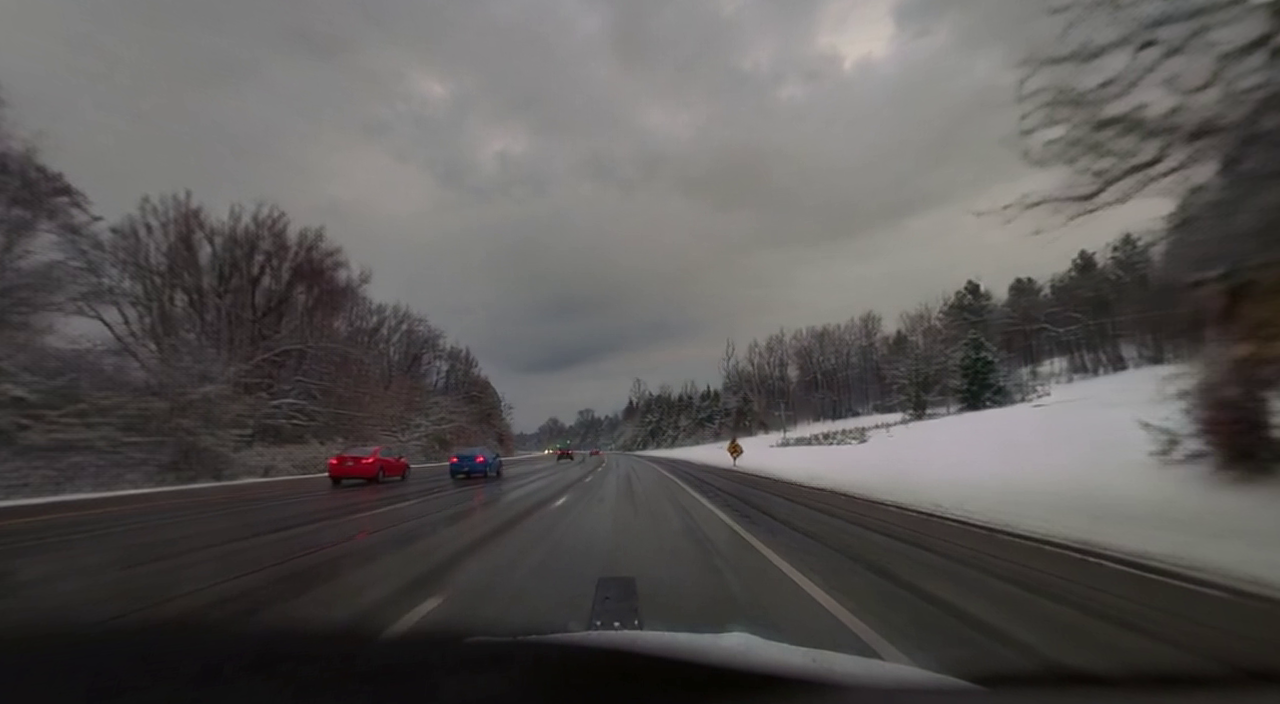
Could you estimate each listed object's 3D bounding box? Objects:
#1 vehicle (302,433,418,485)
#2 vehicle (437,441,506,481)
[{"bbox_3d":[-11.716,4.520,26.936,2.425,1.926,5.584,0,-9,0],"label":"vehicle"},{"bbox_3d":[-7.702,5.000,29.198,2.060,1.680,4.255,0,-9,-1],"label":"vehicle"}]
